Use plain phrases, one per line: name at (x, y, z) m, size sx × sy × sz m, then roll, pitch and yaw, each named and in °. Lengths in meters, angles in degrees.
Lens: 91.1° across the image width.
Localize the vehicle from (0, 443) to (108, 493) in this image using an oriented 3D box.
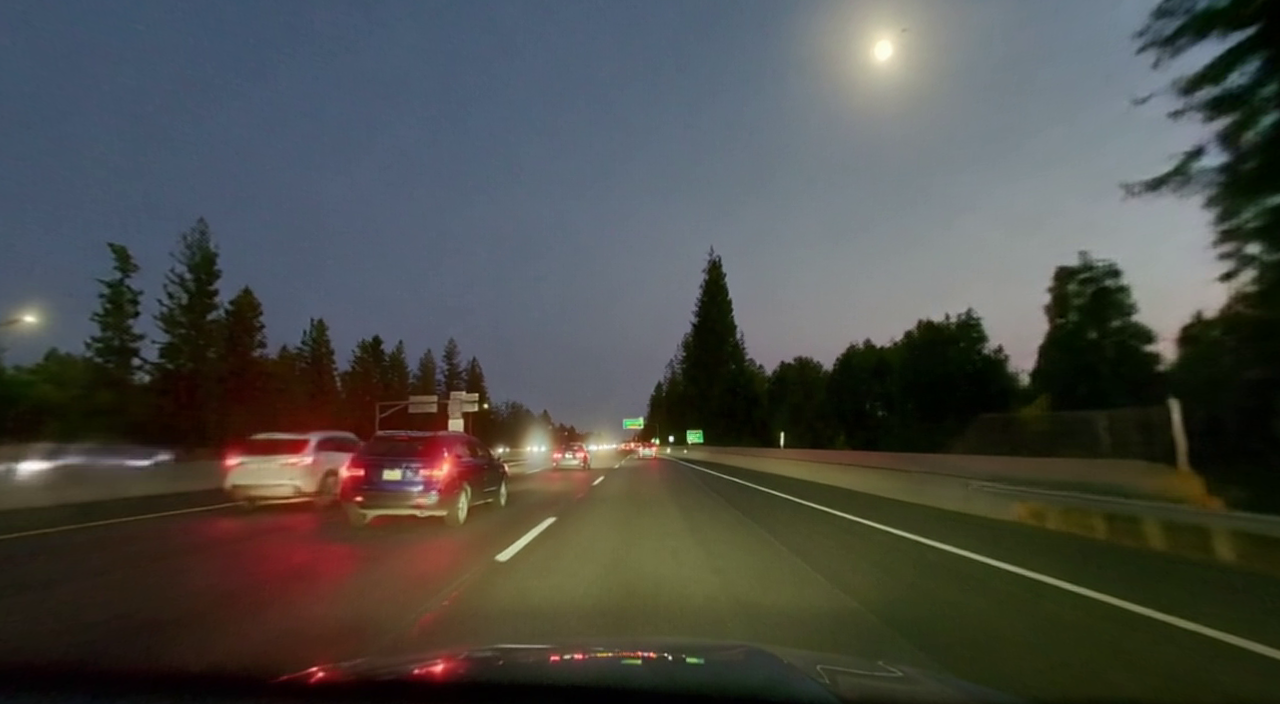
vehicle at (-21.030, 3.890, 21.313) m, size 1.907 × 1.566 × 4.459 m, roll 0°, pitch -9°, yaw 1°

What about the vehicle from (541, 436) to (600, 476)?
vehicle at (-3.027, 4.647, 28.270) m, size 2.056 × 1.679 × 4.204 m, roll 0°, pitch -9°, yaw 1°

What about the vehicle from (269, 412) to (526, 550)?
vehicle at (-3.437, 1.956, 10.293) m, size 2.040 × 1.672 × 5.122 m, roll 0°, pitch -8°, yaw 2°

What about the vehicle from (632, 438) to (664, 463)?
vehicle at (0.607, 7.441, 47.400) m, size 2.285 × 1.797 × 4.478 m, roll 0°, pitch -9°, yaw 0°
